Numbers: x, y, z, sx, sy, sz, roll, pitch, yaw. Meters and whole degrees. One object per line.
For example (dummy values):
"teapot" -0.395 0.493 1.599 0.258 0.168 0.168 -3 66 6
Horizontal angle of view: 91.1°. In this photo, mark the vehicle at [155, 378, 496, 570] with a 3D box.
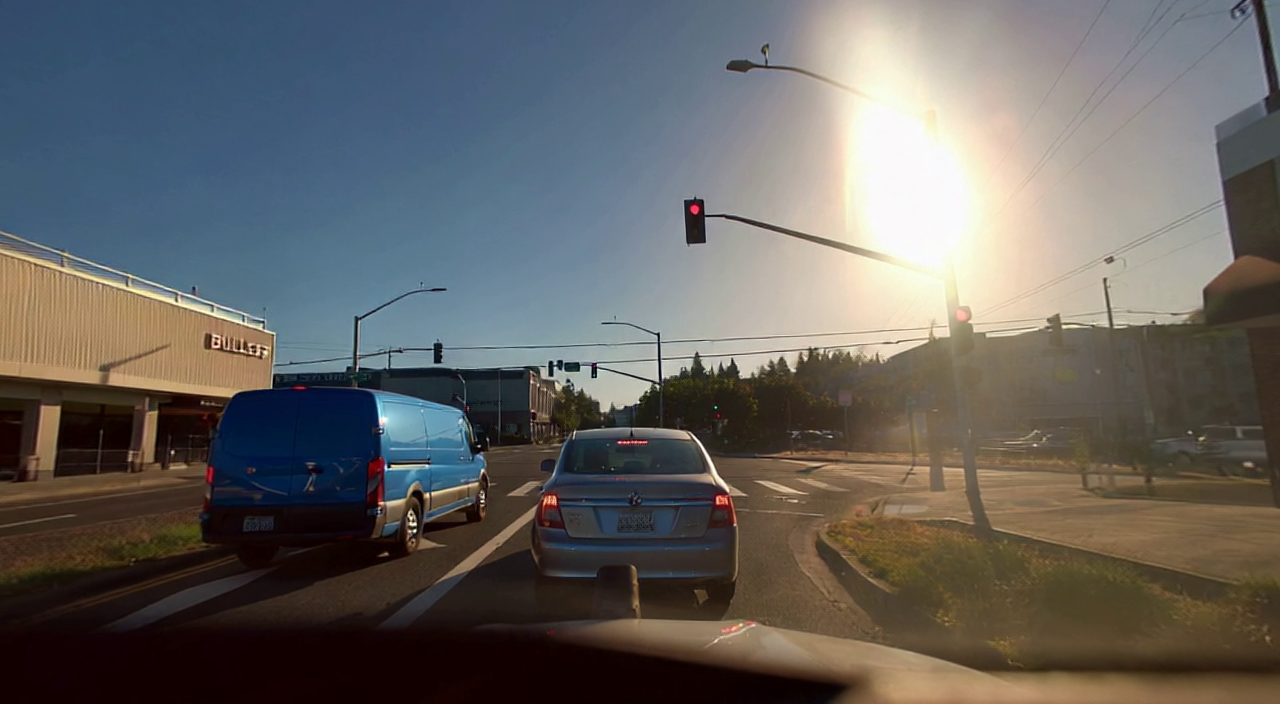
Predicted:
"vehicle" -3.582 1.498 8.603 2.076 1.820 5.100 0 -8 -1

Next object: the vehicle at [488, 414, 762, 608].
"vehicle" -0.116 1.466 6.781 2.064 1.452 3.942 0 -8 0
